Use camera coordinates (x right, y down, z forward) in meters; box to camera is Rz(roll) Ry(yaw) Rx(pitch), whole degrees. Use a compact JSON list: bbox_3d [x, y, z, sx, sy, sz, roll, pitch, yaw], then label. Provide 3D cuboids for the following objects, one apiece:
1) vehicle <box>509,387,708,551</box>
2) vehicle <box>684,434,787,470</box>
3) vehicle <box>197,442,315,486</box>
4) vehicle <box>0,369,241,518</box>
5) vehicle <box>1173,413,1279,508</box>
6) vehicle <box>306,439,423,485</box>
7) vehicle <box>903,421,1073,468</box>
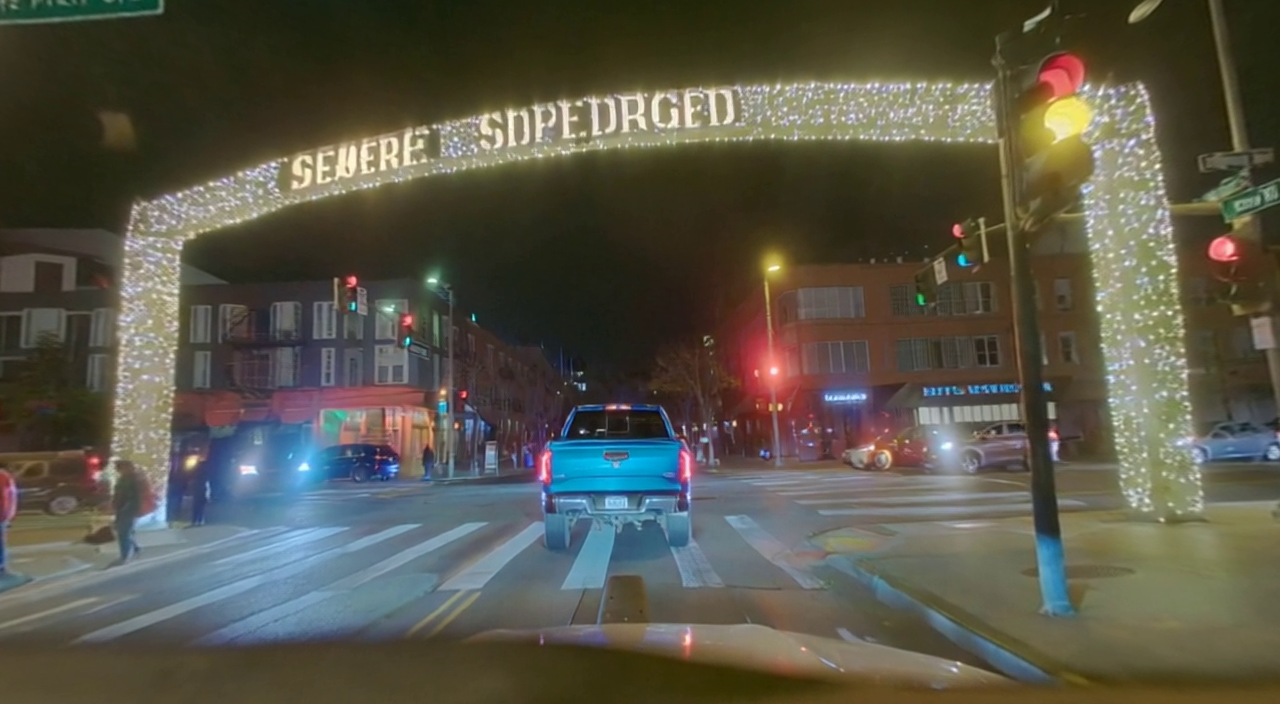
[{"bbox_3d":[-0.562,1.865,10.711,2.477,2.020,5.534,0,-8,-4],"label":"vehicle"},{"bbox_3d":[4.308,4.616,29.102,4.515,1.583,1.920,-1,-8,3],"label":"vehicle"},{"bbox_3d":[-18.601,5.430,30.710,4.398,2.057,1.959,0,-8,-2],"label":"vehicle"},{"bbox_3d":[-21.825,3.121,21.667,13.729,4.662,3.300,0,-8,0],"label":"vehicle"},{"bbox_3d":[13.057,1.938,11.735,4.082,1.613,2.211,-3,-12,0],"label":"vehicle"},{"bbox_3d":[-13.289,5.307,30.617,4.799,1.909,2.011,-3,-7,2],"label":"vehicle"},{"bbox_3d":[11.637,3.128,21.303,4.600,1.506,1.878,0,-8,-1],"label":"vehicle"}]
